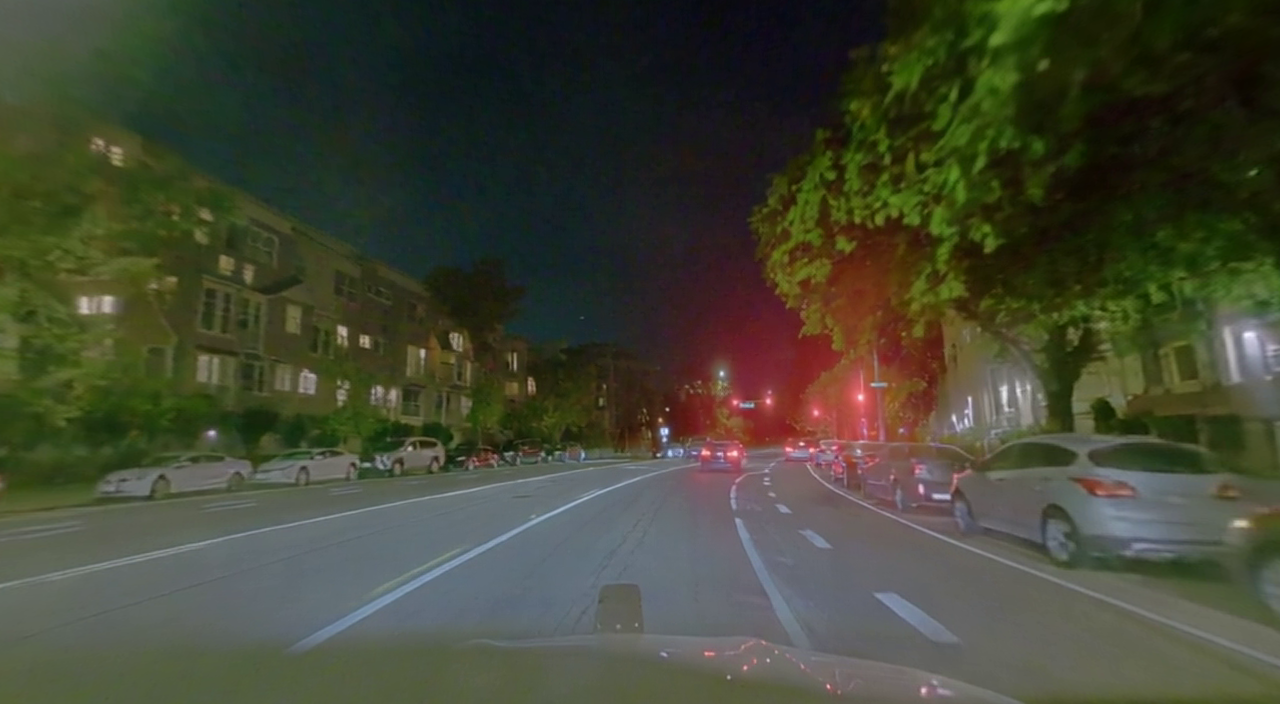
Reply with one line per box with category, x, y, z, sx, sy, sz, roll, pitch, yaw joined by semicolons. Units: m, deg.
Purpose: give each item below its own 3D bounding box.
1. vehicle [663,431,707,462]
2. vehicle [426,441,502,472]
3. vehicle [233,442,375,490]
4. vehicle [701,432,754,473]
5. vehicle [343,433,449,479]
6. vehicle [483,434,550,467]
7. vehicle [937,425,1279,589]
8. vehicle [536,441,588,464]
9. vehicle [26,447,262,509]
vehicle;2.883;5.918;39.557;1.877;1.827;4.298;-2;-9;16
vehicle;-9.015;5.385;32.796;1.809;1.469;4.485;-2;-8;13
vehicle;-11.449;3.875;21.987;1.880;1.450;4.627;-1;-8;9
vehicle;4.046;4.507;28.535;1.852;1.680;4.488;-2;-9;14
vehicle;-10.291;4.428;27.141;1.977;1.761;4.990;-1;-8;8
vehicle;-7.387;5.996;38.486;2.115;1.853;4.745;-2;-9;15
vehicle;5.544;1.765;8.034;1.841;1.545;3.813;0;-8;4
vehicle;-5.396;7.006;44.246;1.782;1.472;4.744;-3;-9;18
vehicle;-12.258;3.101;16.154;1.893;1.310;4.719;-1;-8;6
